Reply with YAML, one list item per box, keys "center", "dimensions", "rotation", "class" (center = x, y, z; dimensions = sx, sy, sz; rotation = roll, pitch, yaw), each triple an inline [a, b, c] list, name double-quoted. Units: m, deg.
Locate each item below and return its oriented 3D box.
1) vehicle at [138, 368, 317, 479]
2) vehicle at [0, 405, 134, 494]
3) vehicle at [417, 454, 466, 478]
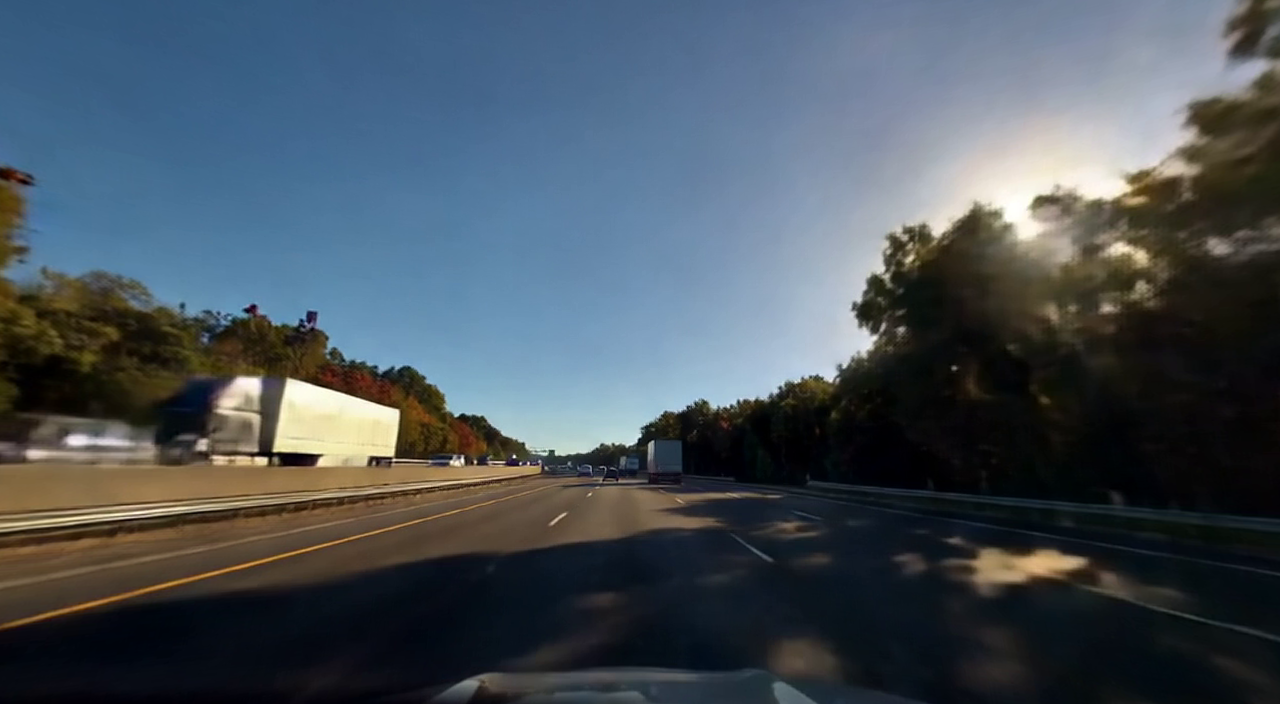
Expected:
- center: [-16.071, 3.045, 25.236]
  dimensions: [2.940, 3.855, 5.835]
  rotation: [1, -11, -1]
  class: "vehicle"
- center: [-11.728, 1.739, 11.188]
  dimensions: [1.949, 1.465, 4.211]
  rotation: [1, -11, 0]
  class: "vehicle"
- center: [-12.469, 7.209, 39.796]
  dimensions: [1.850, 1.440, 3.928]
  rotation: [1, -11, -1]
  class: "vehicle"
